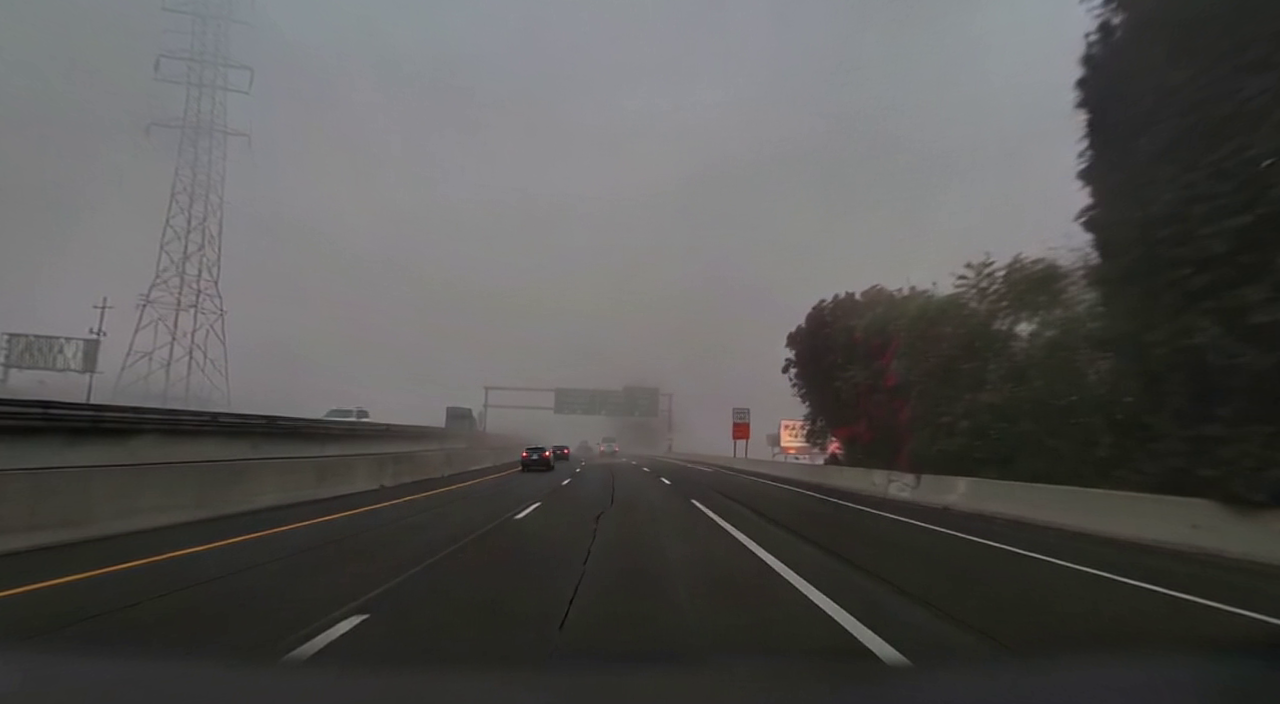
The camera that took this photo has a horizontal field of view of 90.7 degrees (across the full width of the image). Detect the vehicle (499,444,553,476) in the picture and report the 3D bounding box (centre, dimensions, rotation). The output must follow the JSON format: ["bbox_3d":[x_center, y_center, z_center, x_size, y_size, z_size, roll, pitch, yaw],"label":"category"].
[{"bbox_3d":[-5.384,5.106,30.283,1.921,1.420,4.078,0,-8,-2],"label":"vehicle"}]
